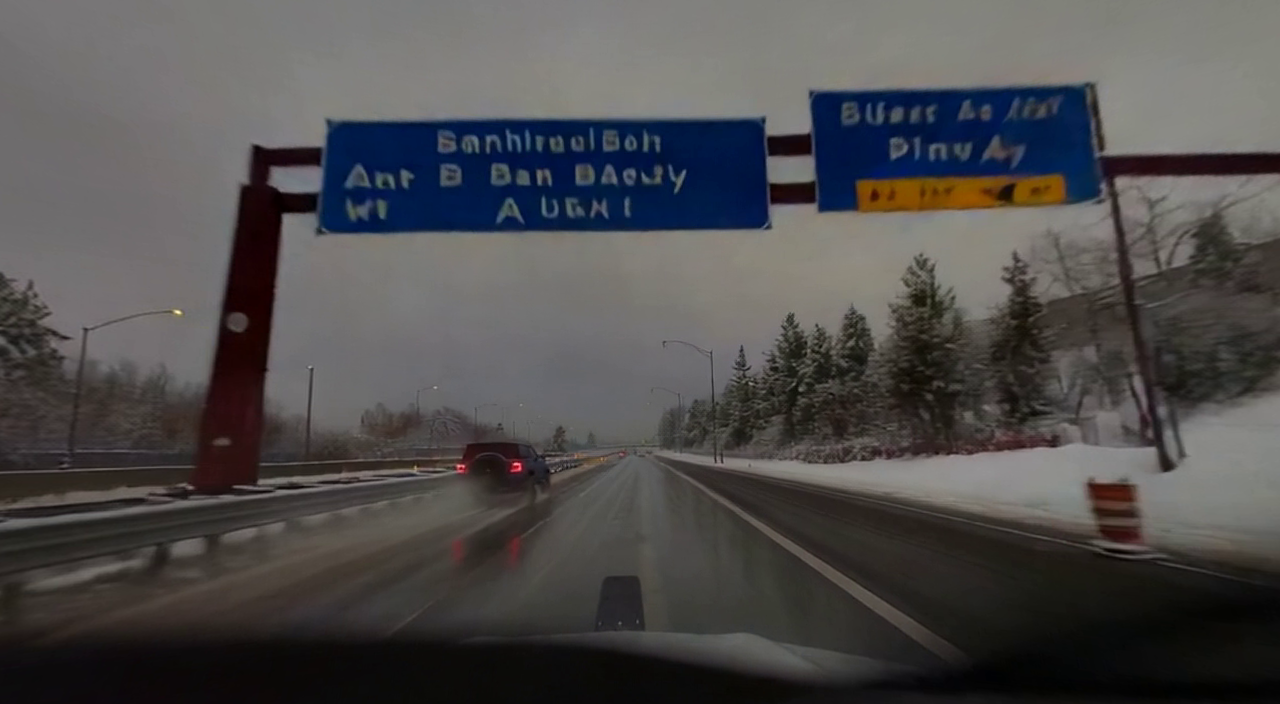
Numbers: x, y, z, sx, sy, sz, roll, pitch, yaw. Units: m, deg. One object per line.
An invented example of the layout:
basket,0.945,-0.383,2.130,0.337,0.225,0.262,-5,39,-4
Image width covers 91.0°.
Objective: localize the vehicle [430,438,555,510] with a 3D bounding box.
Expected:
vehicle,-3.577,3.075,16.403,2.069,1.560,5.018,0,-9,0
